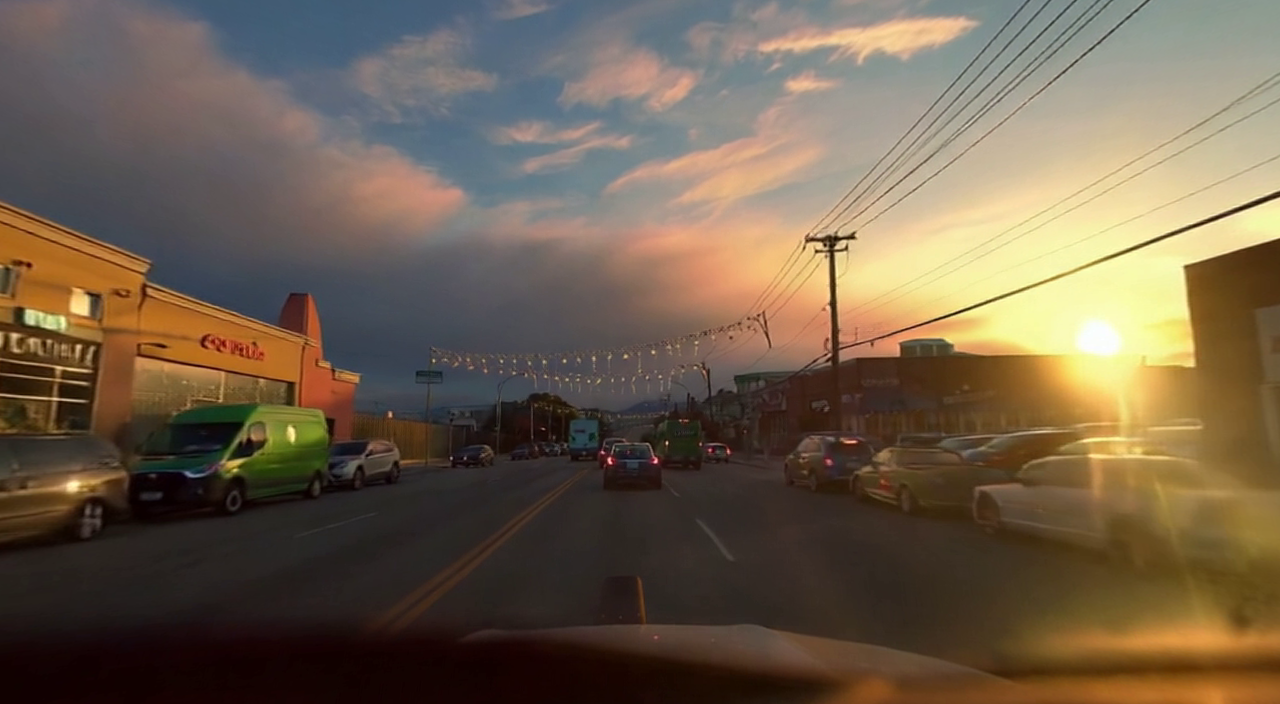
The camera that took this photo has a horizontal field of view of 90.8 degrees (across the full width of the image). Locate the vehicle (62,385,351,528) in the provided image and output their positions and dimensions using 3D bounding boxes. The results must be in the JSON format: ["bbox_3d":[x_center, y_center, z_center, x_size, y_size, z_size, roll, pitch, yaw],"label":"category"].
[{"bbox_3d":[-9.669,2.426,15.068,2.724,2.739,5.663,0,-8,1],"label":"vehicle"}]

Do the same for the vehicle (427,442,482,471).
[{"bbox_3d":[-10.542,5.974,36.220,1.962,1.529,4.109,2,-9,-2],"label":"vehicle"}]

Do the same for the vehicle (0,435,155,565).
[{"bbox_3d":[-9.684,1.956,8.260,2.256,1.722,5.644,0,-8,-1],"label":"vehicle"}]

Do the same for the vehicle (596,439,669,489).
[{"bbox_3d":[-0.297,3.594,20.660,2.112,1.464,4.411,0,-8,-2],"label":"vehicle"}]

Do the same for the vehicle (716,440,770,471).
[{"bbox_3d":[5.274,5.350,32.778,1.824,1.481,4.057,1,-8,-4],"label":"vehicle"}]

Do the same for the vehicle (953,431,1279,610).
[{"bbox_3d":[5.858,1.727,7.495,2.012,1.470,4.394,0,-8,0],"label":"vehicle"}]

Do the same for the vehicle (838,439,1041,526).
[{"bbox_3d":[5.865,2.576,13.176,1.876,1.471,4.657,0,-8,-1],"label":"vehicle"}]

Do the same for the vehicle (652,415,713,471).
[{"bbox_3d":[2.033,4.694,32.429,2.649,2.583,5.800,0,-8,-1],"label":"vehicle"}]

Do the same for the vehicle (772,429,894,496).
[{"bbox_3d":[5.686,3.330,19.414,2.079,1.788,4.974,0,-8,-1],"label":"vehicle"}]

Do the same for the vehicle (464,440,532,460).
[{"bbox_3d":[-11.011,7.619,49.128,4.877,1.477,1.826,1,-8,-4],"label":"vehicle"}]
